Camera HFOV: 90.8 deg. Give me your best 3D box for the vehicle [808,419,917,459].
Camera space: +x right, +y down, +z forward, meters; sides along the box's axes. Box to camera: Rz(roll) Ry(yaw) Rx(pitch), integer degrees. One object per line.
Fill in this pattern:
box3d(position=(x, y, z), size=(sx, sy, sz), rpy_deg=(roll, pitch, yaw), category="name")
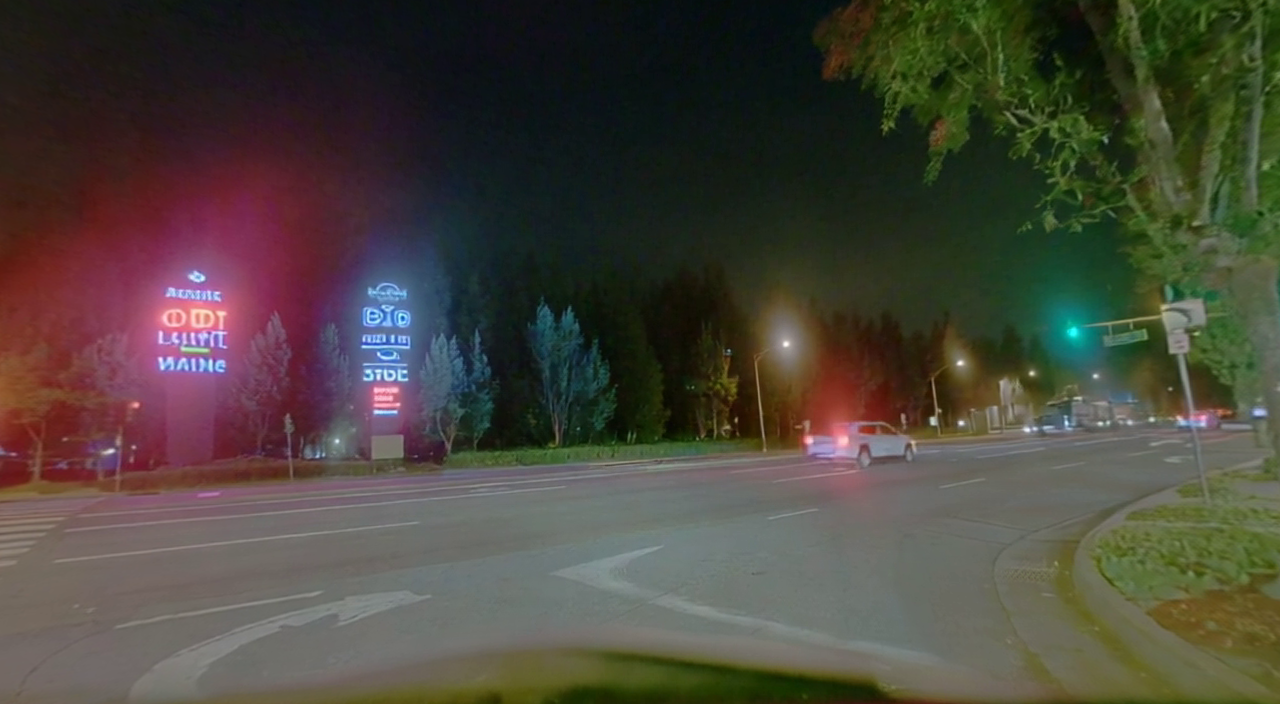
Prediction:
box3d(position=(8.931, 3.488, 25.276), size=(4.442, 1.458, 1.902), rpy_deg=(6, -11, -37), category="vehicle")
